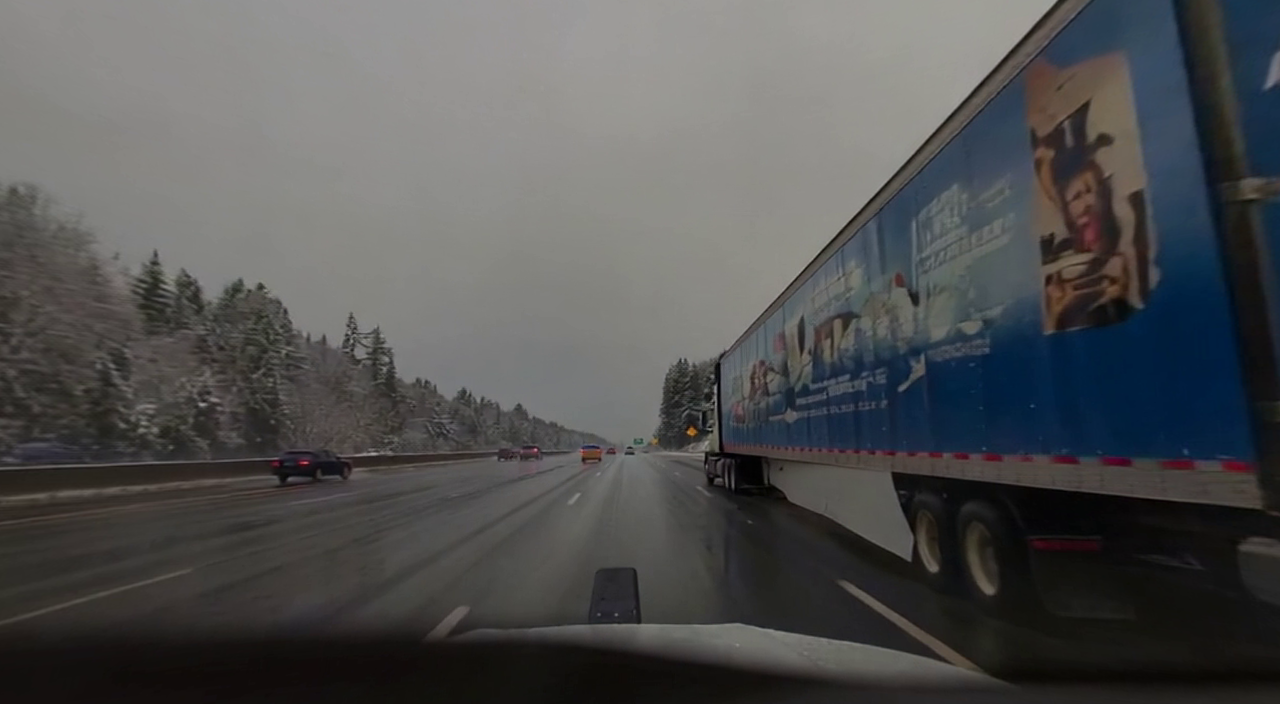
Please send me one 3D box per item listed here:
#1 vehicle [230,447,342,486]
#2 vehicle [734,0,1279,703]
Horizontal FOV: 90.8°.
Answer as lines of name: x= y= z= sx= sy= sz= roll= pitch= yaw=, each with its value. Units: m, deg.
vehicle: x=-14.706 y=4.741 z=26.609 sx=1.982 sy=1.471 sz=4.747 roll=0 pitch=-9 yaw=0
vehicle: x=4.217 y=0.628 z=9.060 sx=3.140 sy=4.100 sz=15.551 roll=0 pitch=-9 yaw=-1
